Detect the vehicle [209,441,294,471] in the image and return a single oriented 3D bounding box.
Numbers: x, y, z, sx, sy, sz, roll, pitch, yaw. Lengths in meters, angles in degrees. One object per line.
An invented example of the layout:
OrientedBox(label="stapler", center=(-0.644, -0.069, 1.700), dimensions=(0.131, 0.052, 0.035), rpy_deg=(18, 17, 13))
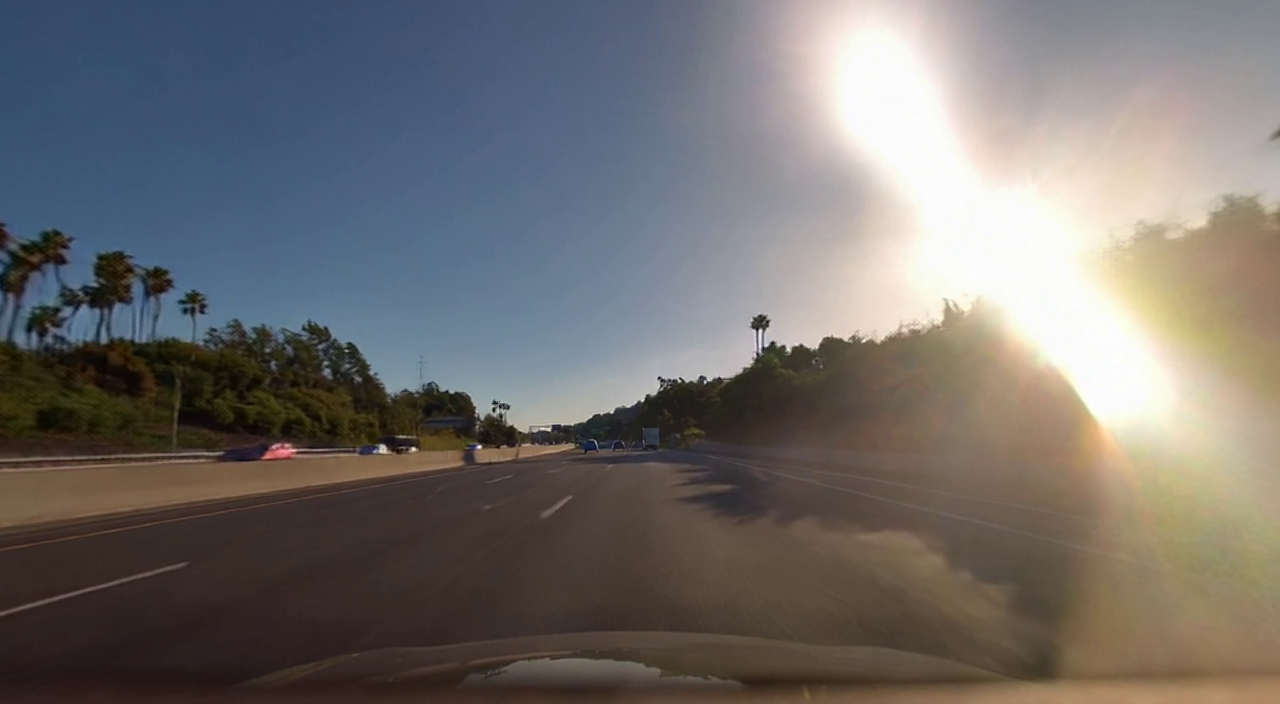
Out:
OrientedBox(label="vehicle", center=(-27.646, 7.391, 44.943), dimensions=(2.222, 1.975, 6.003), rpy_deg=(0, -9, 0))
